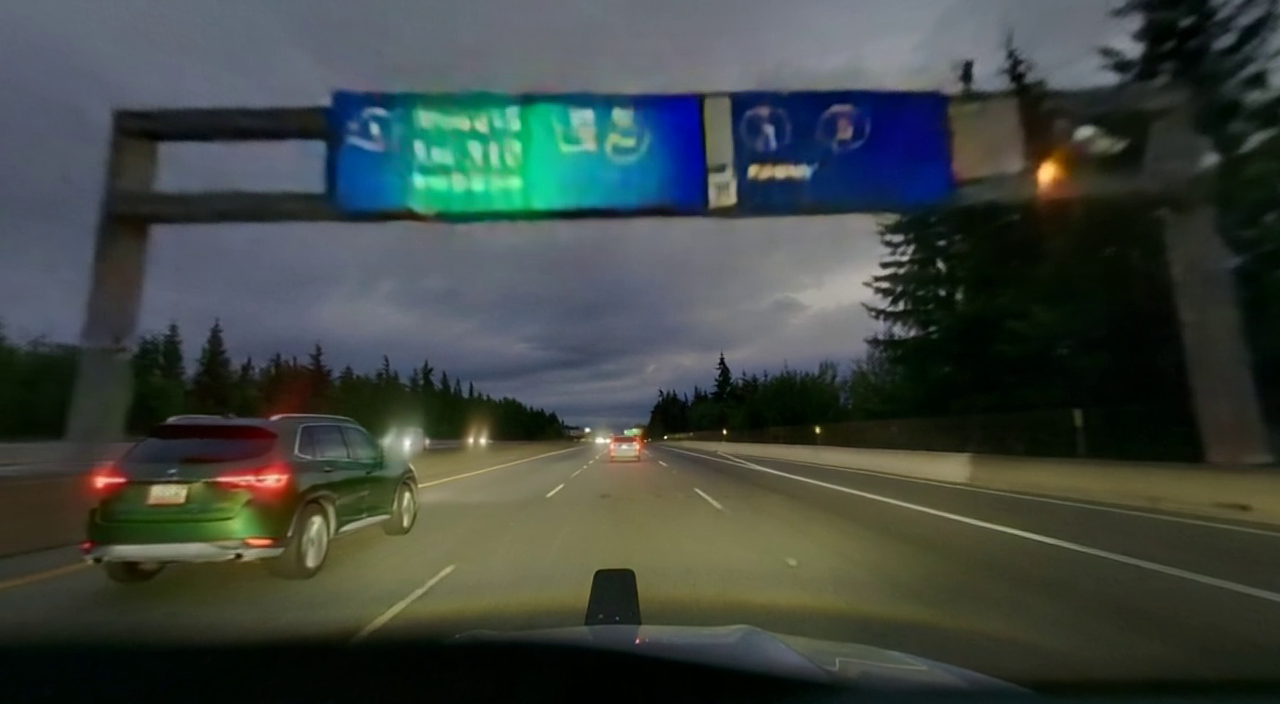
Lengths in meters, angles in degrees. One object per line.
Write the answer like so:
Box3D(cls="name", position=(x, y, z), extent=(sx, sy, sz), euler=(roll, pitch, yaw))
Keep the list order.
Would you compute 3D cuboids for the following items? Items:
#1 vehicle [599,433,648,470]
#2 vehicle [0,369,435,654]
Box3D(cls="vehicle", position=(-0.751, 4.383, 28.007), extent=(2.010, 1.534, 4.013), euler=(0, -8, -2))
Box3D(cls="vehicle", position=(-3.776, 1.245, 6.046), extent=(2.111, 1.689, 4.505), euler=(0, -8, -1))
